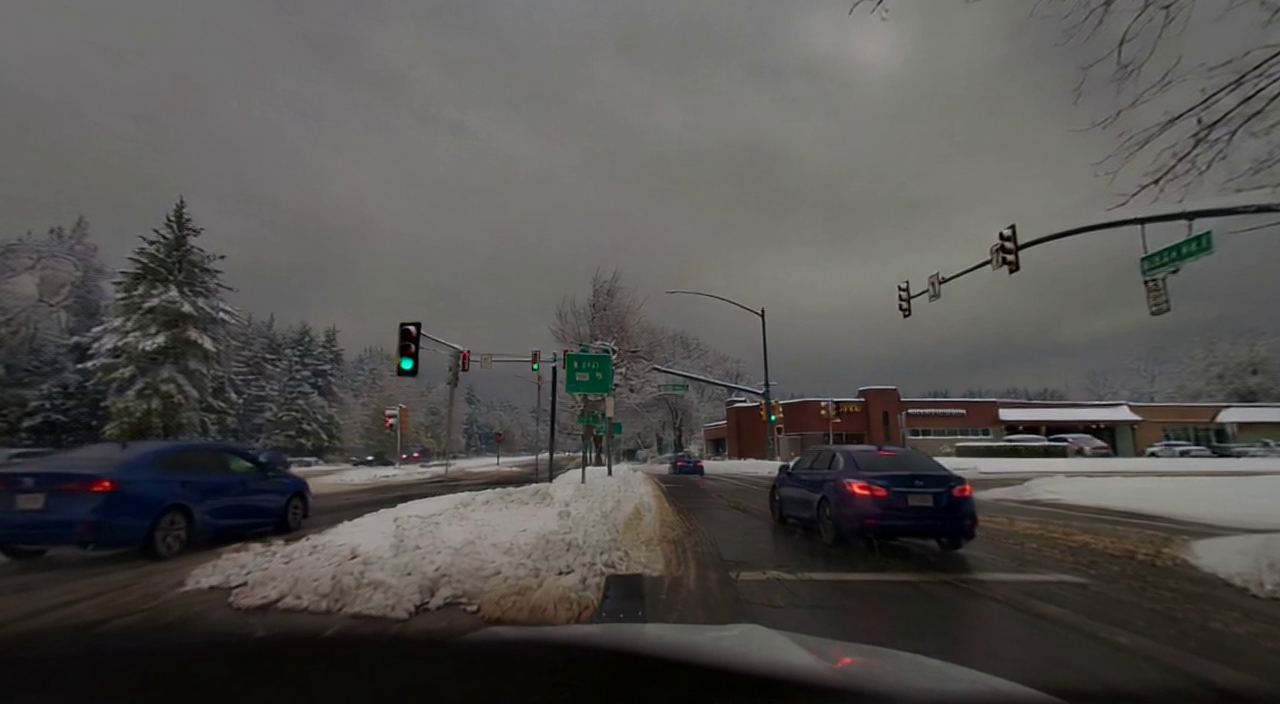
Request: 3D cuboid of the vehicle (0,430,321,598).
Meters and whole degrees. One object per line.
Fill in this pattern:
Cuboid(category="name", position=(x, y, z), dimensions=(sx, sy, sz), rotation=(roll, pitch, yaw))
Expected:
Cuboid(category="vehicle", position=(-6.143, 1.785, 7.922), dimensions=(1.995, 1.470, 4.556), rotation=(0, -9, -2))

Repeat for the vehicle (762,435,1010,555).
Cuboid(category="vehicle", position=(3.597, 2.160, 10.360), dimensions=(1.940, 1.487, 4.562), rotation=(0, -9, -4))

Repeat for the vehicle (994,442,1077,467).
Cuboid(category="vehicle", position=(28.438, 7.372, 45.533), dimensions=(2.026, 1.657, 5.260), rotation=(1, -9, -9))
